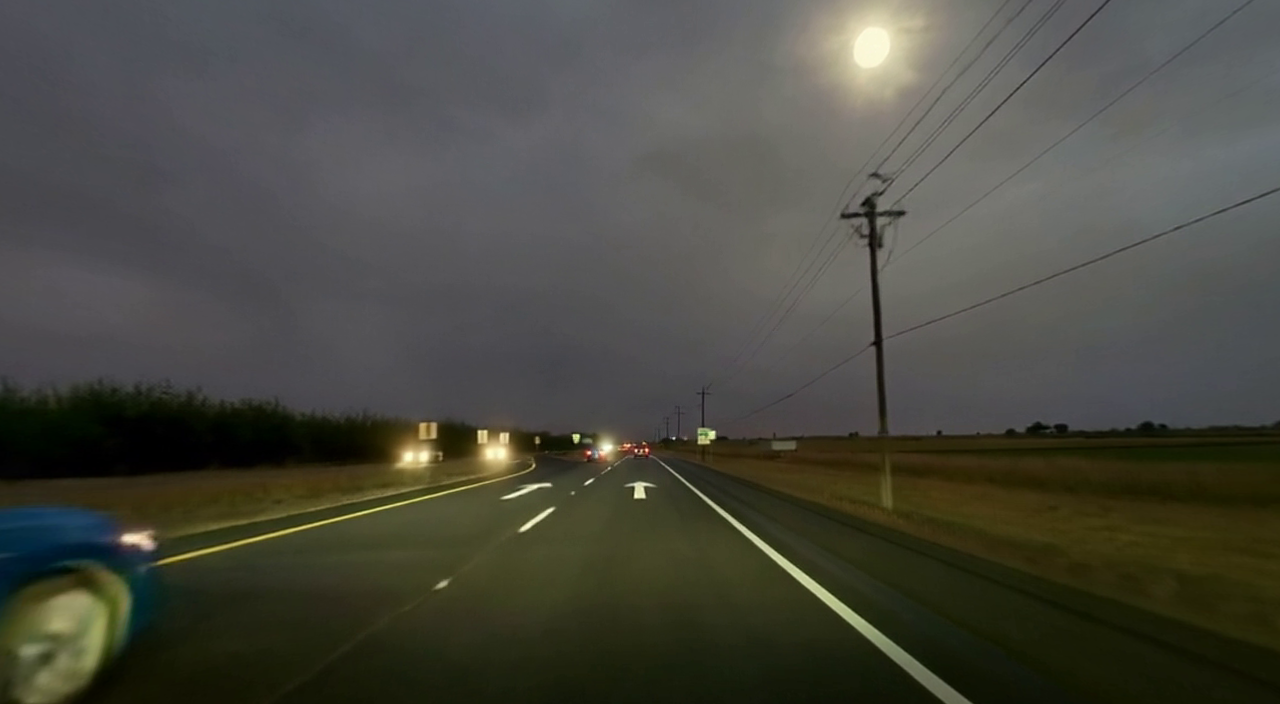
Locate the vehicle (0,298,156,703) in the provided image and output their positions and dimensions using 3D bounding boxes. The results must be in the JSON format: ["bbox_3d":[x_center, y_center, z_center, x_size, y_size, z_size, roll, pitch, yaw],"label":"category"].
[{"bbox_3d":[-3.483,0.477,0.667,2.173,1.863,4.786,0,-9,-1],"label":"vehicle"}]
